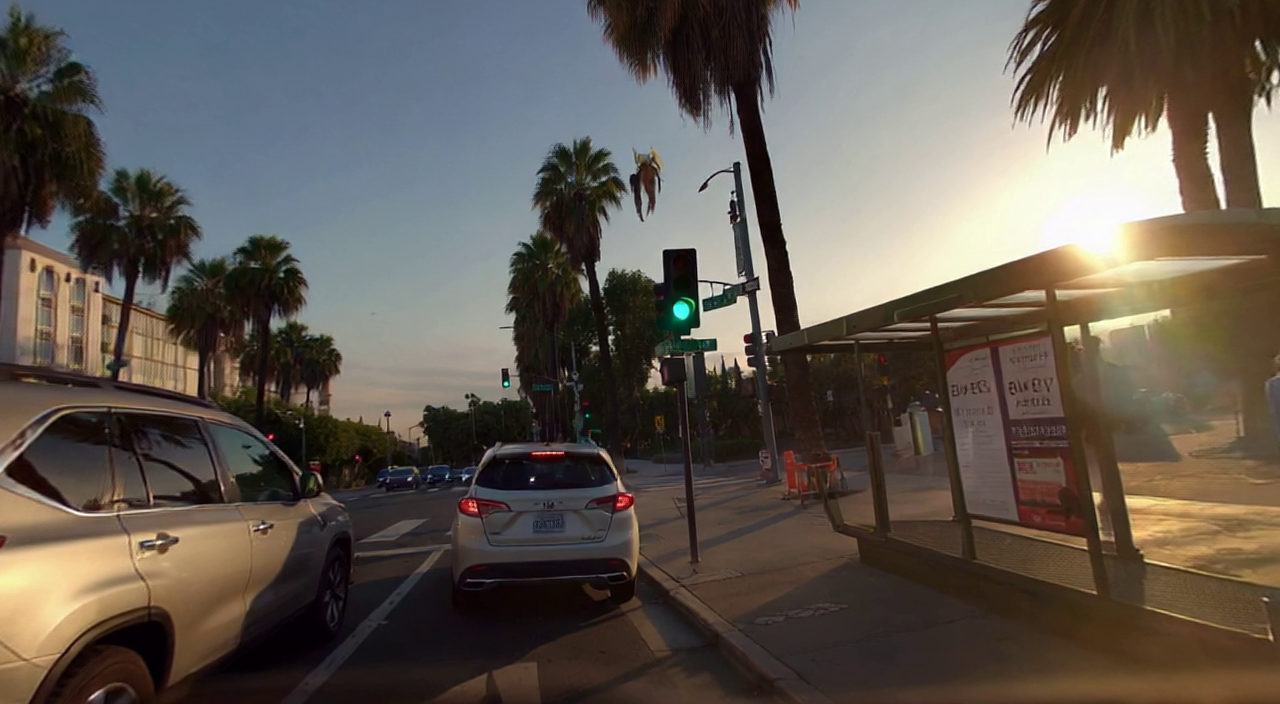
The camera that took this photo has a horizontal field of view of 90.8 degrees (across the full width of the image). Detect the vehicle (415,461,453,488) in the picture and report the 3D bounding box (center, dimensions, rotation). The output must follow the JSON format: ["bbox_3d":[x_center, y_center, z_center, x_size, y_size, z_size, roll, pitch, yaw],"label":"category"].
[{"bbox_3d":[-14.624,8.683,44.984,1.964,1.642,4.085,1,-9,-10],"label":"vehicle"}]

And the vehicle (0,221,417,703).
[{"bbox_3d":[-2.765,0.910,3.222,2.098,1.851,4.571,1,-9,-7],"label":"vehicle"}]

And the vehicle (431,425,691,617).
[{"bbox_3d":[-1.015,1.652,7.236,2.065,1.467,4.289,2,-9,-11],"label":"vehicle"}]
